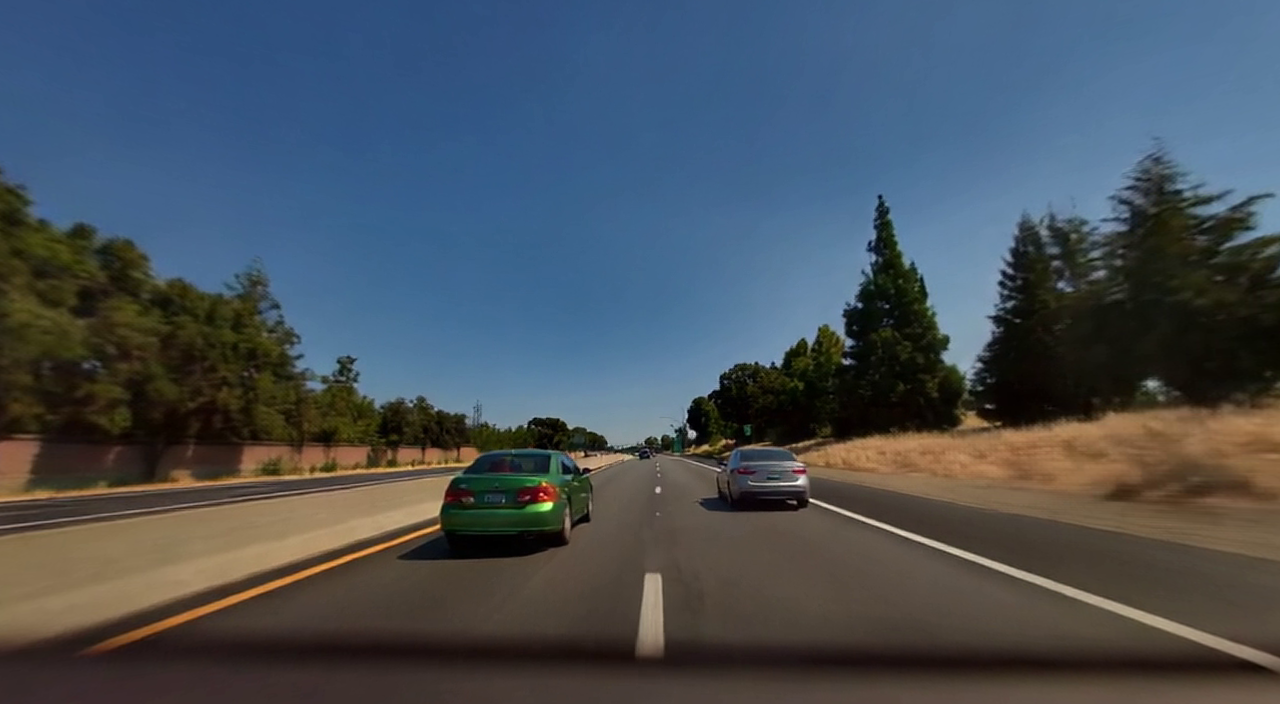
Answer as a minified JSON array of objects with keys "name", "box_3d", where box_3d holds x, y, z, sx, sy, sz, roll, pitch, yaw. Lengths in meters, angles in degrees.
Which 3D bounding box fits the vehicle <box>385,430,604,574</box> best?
[{"name":"vehicle","box_3d":[-1.718,1.973,9.046,2.083,1.548,4.251,-1,-9,1]}]

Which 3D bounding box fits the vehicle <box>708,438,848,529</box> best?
[{"name":"vehicle","box_3d":[2.590,2.585,12.856,2.021,1.533,4.014,-1,-9,1]}]
